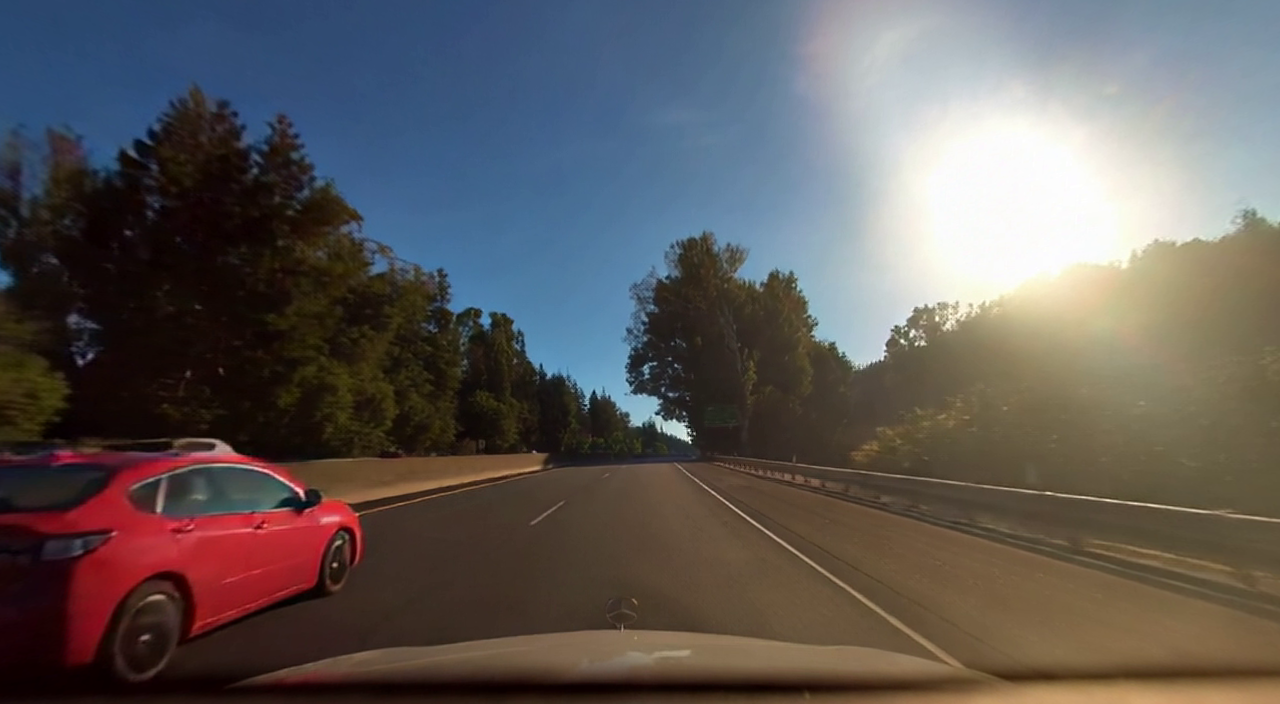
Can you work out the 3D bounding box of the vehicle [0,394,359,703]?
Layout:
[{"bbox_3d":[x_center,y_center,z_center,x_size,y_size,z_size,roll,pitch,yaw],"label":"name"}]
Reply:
[{"bbox_3d":[-3.427,1.047,3.299,1.934,1.486,4.115,0,-9,1],"label":"vehicle"}]
